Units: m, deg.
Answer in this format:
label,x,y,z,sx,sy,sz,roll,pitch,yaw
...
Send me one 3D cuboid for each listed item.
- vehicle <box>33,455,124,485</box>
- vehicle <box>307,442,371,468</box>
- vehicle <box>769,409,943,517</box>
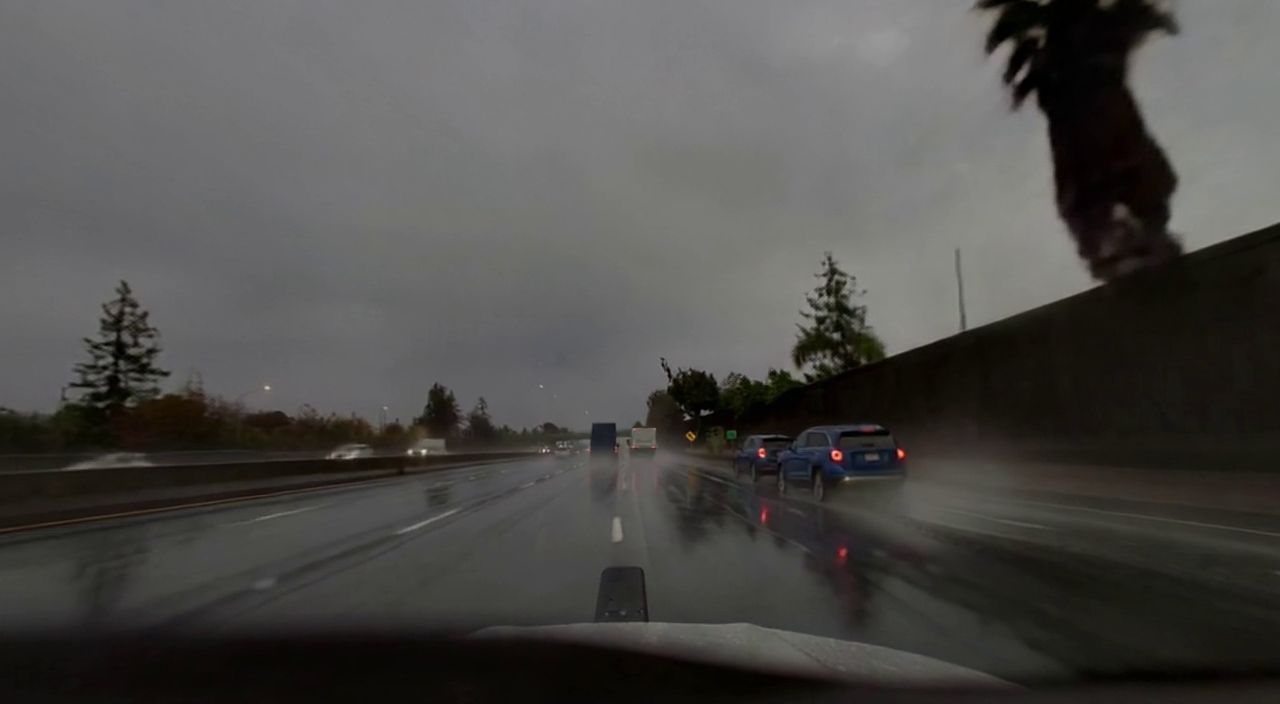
label,x,y,z,sx,sy,sz,roll,pitch,yaw
vehicle,-27.370,5.731,30.869,1.447,1.315,3.272,0,-8,-1
vehicle,-20.377,7.003,42.933,2.080,1.639,4.832,0,-8,-1
vehicle,5.024,2.683,15.708,2.408,2.210,4.999,0,-8,-2
